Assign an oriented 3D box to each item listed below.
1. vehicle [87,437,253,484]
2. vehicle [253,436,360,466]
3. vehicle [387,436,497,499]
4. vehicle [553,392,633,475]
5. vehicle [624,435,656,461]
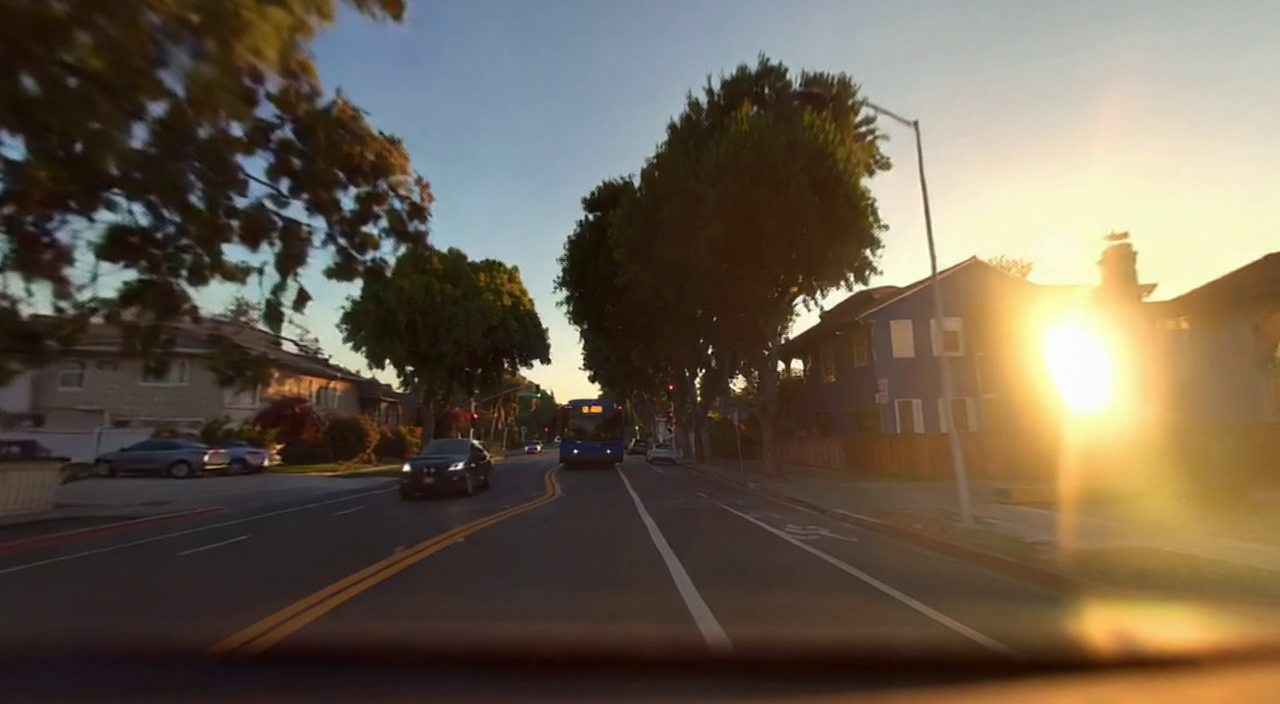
[{"bbox_3d":[-17.056,3.944,23.116,4.481,1.591,1.807,0,-8,-4],"label":"vehicle"},{"bbox_3d":[-18.283,5.432,34.849,4.778,1.565,1.919,0,-8,-3],"label":"vehicle"},{"bbox_3d":[-5.335,3.144,17.631,1.925,1.489,4.235,0,-8,-4],"label":"vehicle"},{"bbox_3d":[-2.091,4.204,32.073,3.031,3.200,13.052,3,-8,-1],"label":"vehicle"},{"bbox_3d":[-0.064,6.999,46.200,2.097,1.675,3.905,3,-8,-2],"label":"vehicle"}]
